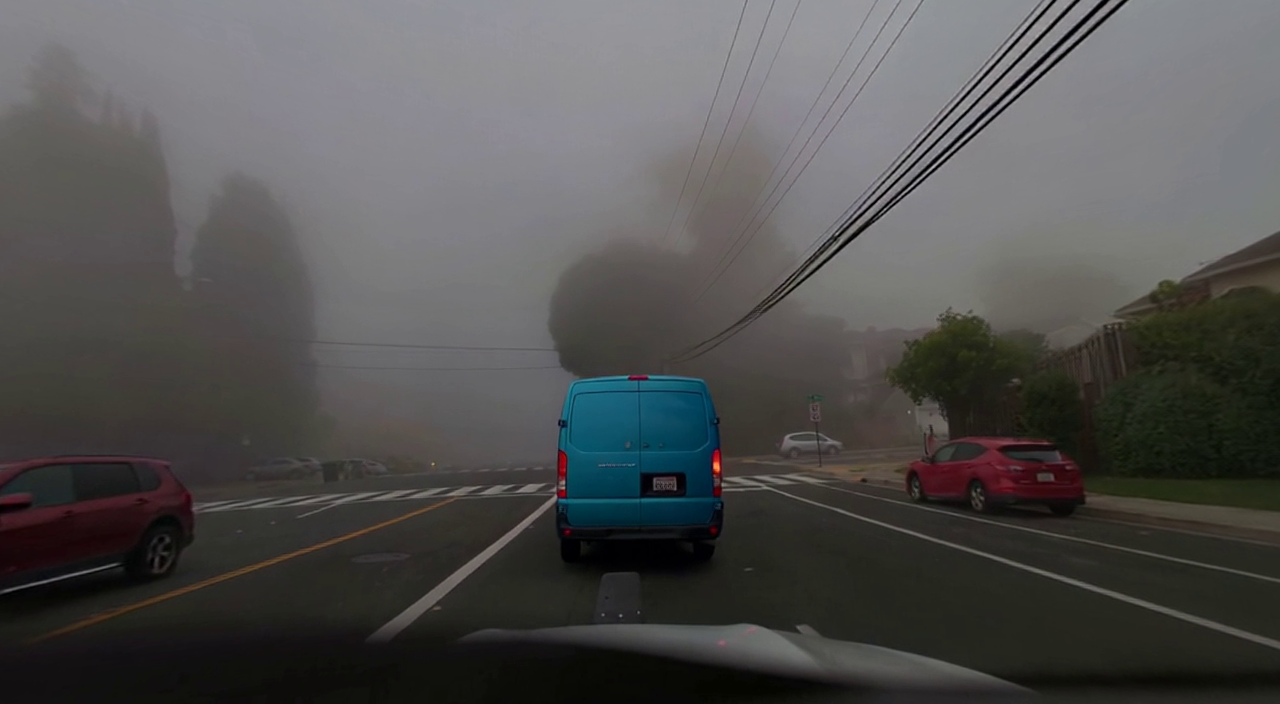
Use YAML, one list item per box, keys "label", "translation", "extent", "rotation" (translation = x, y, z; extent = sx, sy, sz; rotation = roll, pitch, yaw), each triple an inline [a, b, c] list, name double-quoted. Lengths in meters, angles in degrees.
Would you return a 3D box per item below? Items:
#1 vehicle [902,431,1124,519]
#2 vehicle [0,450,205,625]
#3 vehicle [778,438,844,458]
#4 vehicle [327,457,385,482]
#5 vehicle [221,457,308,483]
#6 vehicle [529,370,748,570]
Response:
- label: "vehicle"
  translation: [7.350, 2.444, 13.074]
  extent: [1.883, 1.504, 4.220]
  rotation: [0, -9, -2]
- label: "vehicle"
  translation: [-7.415, 1.980, 7.088]
  extent: [1.997, 1.724, 4.417]
  rotation: [0, -9, -2]
- label: "vehicle"
  translation: [12.964, 7.304, 48.144]
  extent: [4.483, 1.463, 1.805]
  rotation: [0, -9, -1]
- label: "vehicle"
  translation: [-18.333, 7.616, 41.035]
  extent: [1.816, 1.445, 4.120]
  rotation: [0, -9, 0]
- label: "vehicle"
  translation: [-27.249, 8.552, 45.961]
  extent: [4.972, 1.776, 2.057]
  rotation: [0, -9, -1]
- label: "vehicle"
  translation: [-0.094, 1.616, 9.289]
  extent: [2.342, 2.142, 4.809]
  rotation: [0, -9, -2]
